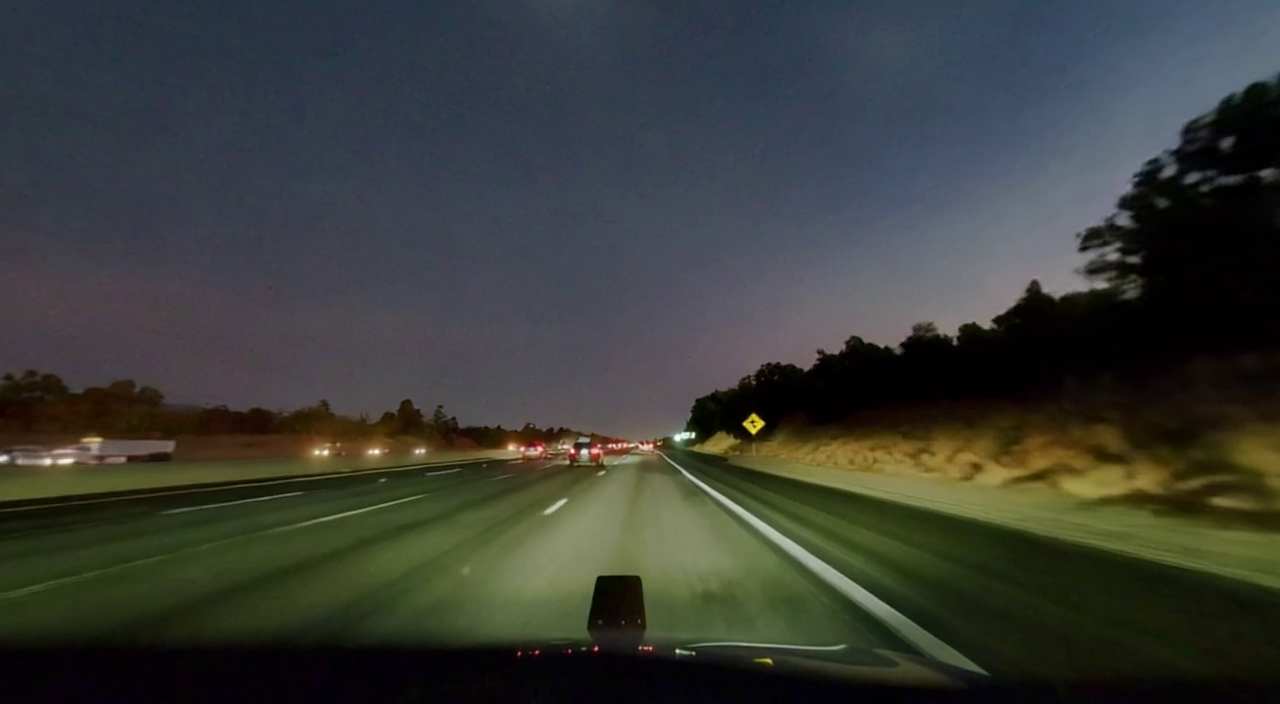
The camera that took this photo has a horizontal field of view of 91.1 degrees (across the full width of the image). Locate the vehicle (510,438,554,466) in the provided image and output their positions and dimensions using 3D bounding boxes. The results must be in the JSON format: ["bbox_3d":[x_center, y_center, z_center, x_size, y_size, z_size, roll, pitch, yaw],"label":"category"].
[{"bbox_3d":[-7.152,6.672,42.015,2.078,1.729,4.722,0,-8,1],"label":"vehicle"}]

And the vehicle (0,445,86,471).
[{"bbox_3d":[-41.805,7.337,43.728,2.062,1.655,4.781,0,-8,0],"label":"vehicle"}]

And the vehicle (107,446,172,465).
[{"bbox_3d":[-38.357,7.936,48.253,1.790,1.345,3.970,0,-8,-1],"label":"vehicle"}]

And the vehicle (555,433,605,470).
[{"bbox_3d":[-3.048,5.143,32.504,2.194,1.766,3.720,0,-8,0],"label":"vehicle"}]
